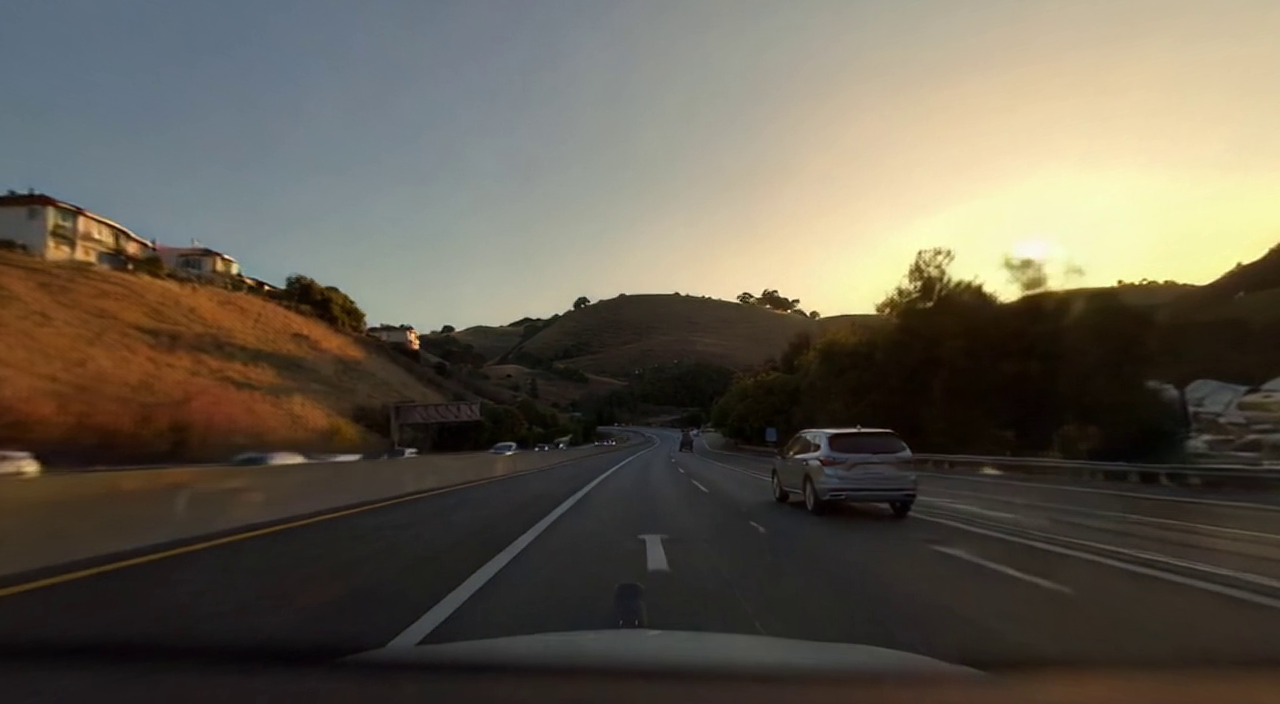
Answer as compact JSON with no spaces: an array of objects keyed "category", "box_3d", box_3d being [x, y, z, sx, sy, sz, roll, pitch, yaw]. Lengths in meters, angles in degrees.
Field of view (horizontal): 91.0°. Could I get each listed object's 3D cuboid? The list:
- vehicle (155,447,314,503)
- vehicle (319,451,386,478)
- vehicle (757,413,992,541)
[{"category":"vehicle","box_3d":[-13.803,4.177,21.912,2.328,1.680,4.778,0,-8,0]},{"category":"vehicle","box_3d":[-17.384,6.808,38.305,1.868,1.481,4.469,0,-8,1]},{"category":"vehicle","box_3d":[3.714,2.091,11.159,2.318,1.766,4.587,0,-8,-1]}]
